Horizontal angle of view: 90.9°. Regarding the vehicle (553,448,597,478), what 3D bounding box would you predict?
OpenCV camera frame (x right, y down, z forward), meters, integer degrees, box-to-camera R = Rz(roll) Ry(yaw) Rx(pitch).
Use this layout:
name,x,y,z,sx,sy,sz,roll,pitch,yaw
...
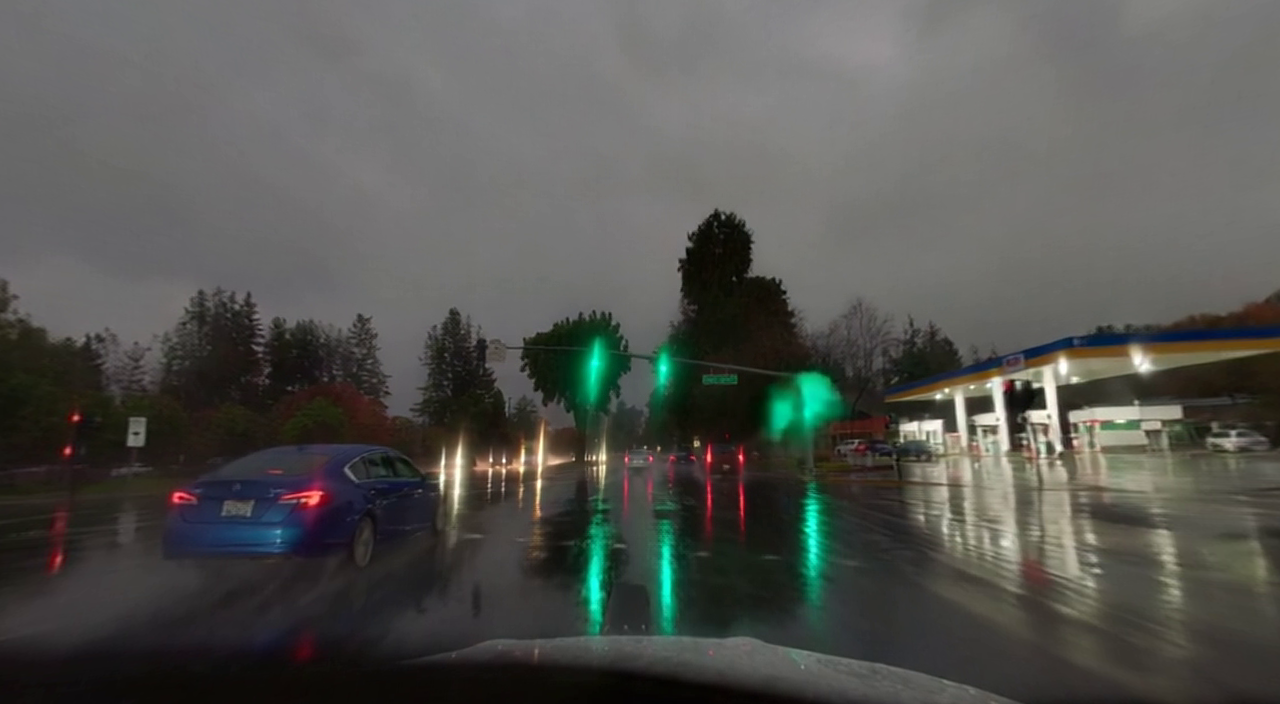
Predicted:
name,x,y,z,sx,sy,sz,roll,pitch,yaw
vehicle,-3.447,5.971,34.167,1.841,1.474,4.038,0,-8,1

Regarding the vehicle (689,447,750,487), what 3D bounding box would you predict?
name,x,y,z,sx,sy,sz,roll,pitch,yaw
vehicle,3.131,4.596,25.523,1.883,1.465,3.975,0,-8,-1

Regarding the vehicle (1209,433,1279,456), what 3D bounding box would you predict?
name,x,y,z,sx,sy,sz,roll,pitch,yaw
vehicle,41.037,6.197,42.069,1.812,1.427,4.632,0,-8,1

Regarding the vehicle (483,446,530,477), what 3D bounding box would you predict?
name,x,y,z,sx,sy,sz,roll,pitch,yaw
vehicle,-8.350,6.860,39.750,1.922,1.660,4.332,-2,-8,1

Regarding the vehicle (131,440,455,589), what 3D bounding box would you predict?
name,x,y,z,sx,sy,sz,roll,pitch,yaw
vehicle,-4.142,1.951,8.579,1.803,1.463,4.422,0,-8,1

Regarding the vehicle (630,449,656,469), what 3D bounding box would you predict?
name,x,y,z,sx,sy,sz,roll,pitch,yaw
vehicle,0.216,8.321,49.139,1.934,1.470,3.988,0,-8,-1
